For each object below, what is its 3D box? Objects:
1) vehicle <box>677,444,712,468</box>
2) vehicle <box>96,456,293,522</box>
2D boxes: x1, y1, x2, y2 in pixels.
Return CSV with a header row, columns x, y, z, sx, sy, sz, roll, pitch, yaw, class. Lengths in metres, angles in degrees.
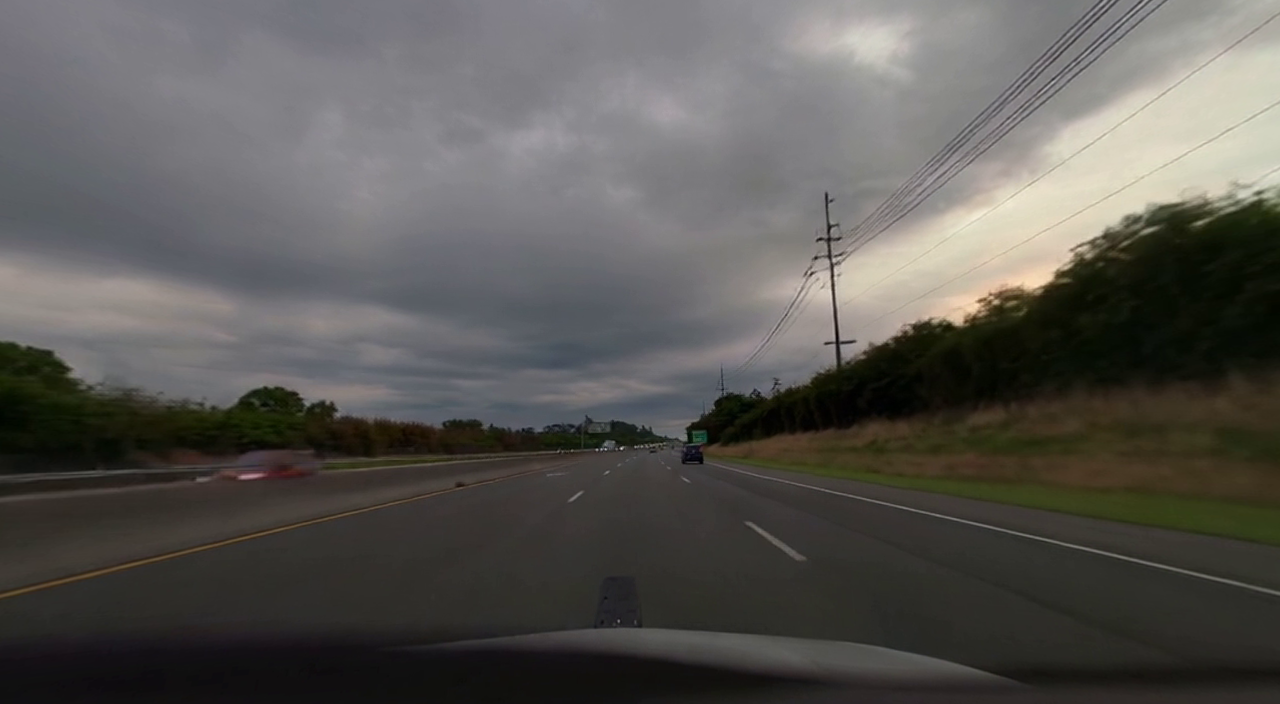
x,y,z,sx,sy,sz,roll,pitch,yaw,class
3.820,7.312,44.224,2.054,1.565,4.089,0,-9,-1,vehicle
-11.593,3.551,16.813,1.994,1.464,4.494,0,-9,0,vehicle
